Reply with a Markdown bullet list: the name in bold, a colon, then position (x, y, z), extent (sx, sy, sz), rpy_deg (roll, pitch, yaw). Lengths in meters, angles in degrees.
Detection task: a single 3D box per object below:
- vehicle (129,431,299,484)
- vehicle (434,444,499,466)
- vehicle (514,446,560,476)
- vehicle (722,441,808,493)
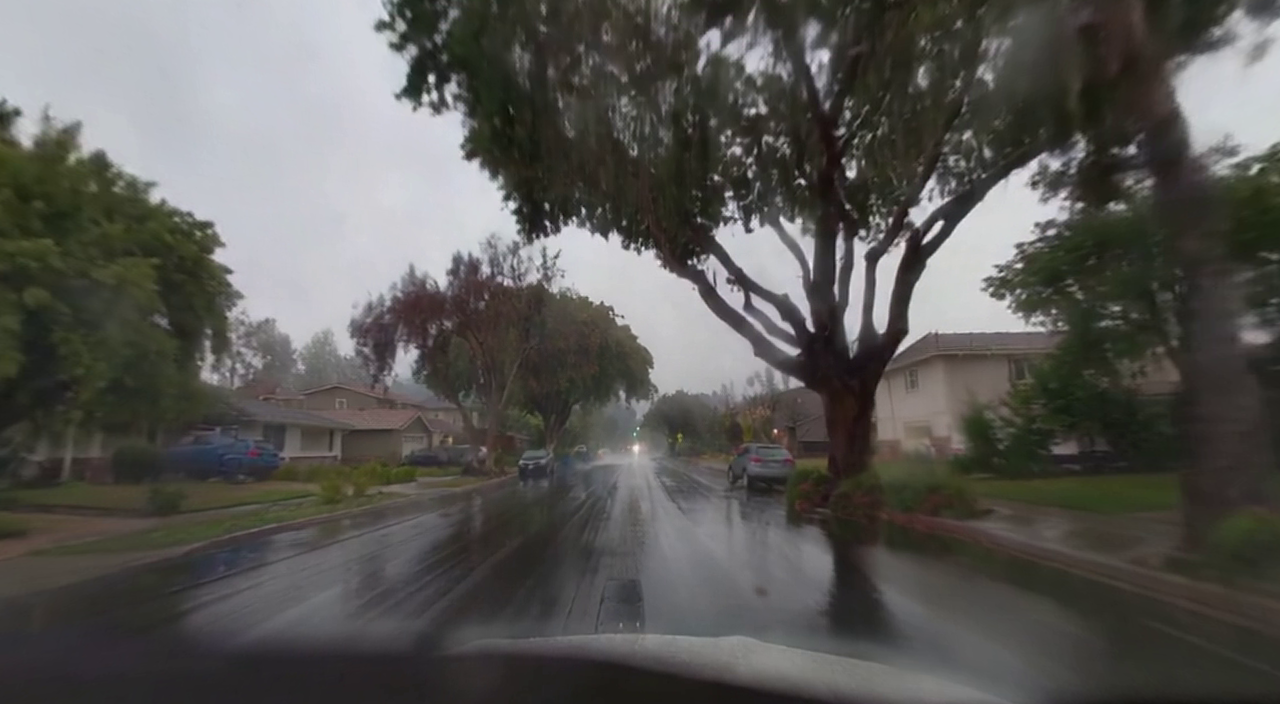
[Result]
- **vehicle**: position (-15.202, 3.781, 22.800), extent (4.530, 1.777, 2.107), rpy_deg (0, -8, -2)
- **vehicle**: position (-12.522, 7.452, 45.817), extent (4.135, 1.567, 1.944), rpy_deg (0, -8, 2)
- **vehicle**: position (-5.909, 6.288, 36.794), extent (1.944, 1.621, 4.187), rpy_deg (-1, -9, 1)
- **vehicle**: position (4.135, 3.860, 21.677), extent (1.996, 1.585, 4.371), rpy_deg (0, -8, -1)
